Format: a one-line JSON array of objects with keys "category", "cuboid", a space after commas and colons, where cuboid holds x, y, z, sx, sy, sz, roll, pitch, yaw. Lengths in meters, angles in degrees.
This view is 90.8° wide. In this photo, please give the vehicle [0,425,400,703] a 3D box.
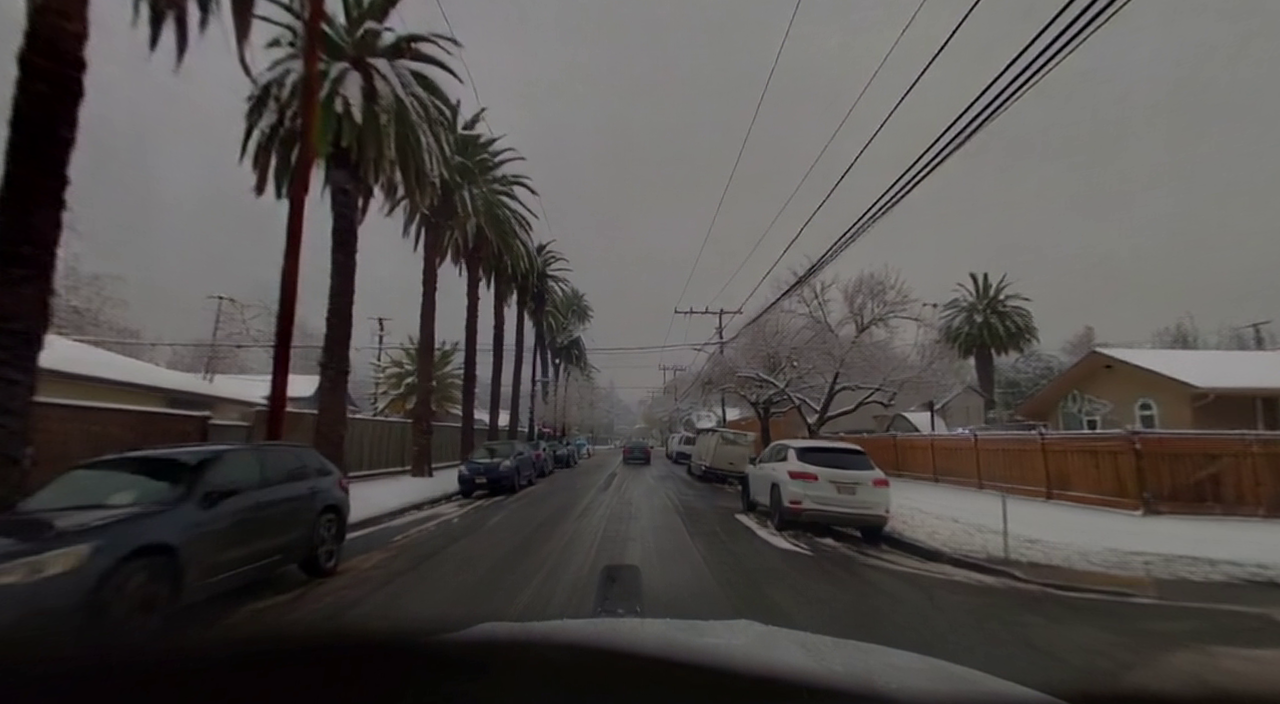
[{"category": "vehicle", "cuboid": [-4.156, 1.546, 5.948, 1.769, 1.551, 5.040, 0, -8, 0]}]

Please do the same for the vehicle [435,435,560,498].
[{"category": "vehicle", "cuboid": [-3.924, 3.258, 18.551, 2.130, 1.543, 5.386, 0, -8, 3]}]

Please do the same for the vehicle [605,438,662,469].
[{"category": "vehicle", "cuboid": [-0.432, 5.299, 33.297, 2.081, 1.483, 4.599, 2, -8, -12]}]

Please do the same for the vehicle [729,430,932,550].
[{"category": "vehicle", "cuboid": [2.937, 2.231, 11.017, 2.060, 1.614, 4.652, 0, -8, 0]}]

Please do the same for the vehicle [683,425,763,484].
[{"category": "vehicle", "cuboid": [3.005, 3.903, 24.258, 2.292, 1.981, 5.277, 0, -8, -1]}]
